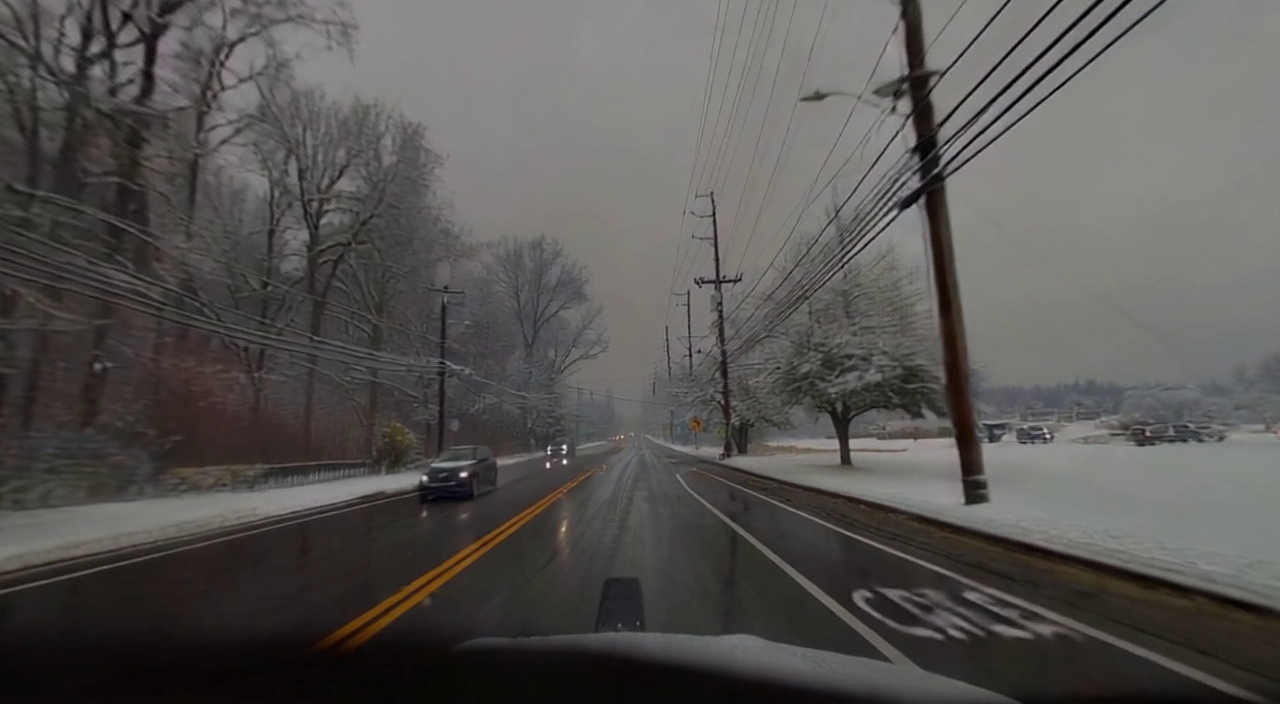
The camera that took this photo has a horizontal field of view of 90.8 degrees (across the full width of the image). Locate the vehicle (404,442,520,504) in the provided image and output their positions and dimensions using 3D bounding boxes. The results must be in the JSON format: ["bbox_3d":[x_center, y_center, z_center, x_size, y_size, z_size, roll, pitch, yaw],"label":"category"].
[{"bbox_3d":[-4.728,3.247,17.462,1.966,1.468,4.207,0,-8,0],"label":"vehicle"}]

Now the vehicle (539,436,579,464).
[{"bbox_3d":[-5.510,6.738,43.445,2.228,1.792,4.397,0,-8,-1],"label":"vehicle"}]
